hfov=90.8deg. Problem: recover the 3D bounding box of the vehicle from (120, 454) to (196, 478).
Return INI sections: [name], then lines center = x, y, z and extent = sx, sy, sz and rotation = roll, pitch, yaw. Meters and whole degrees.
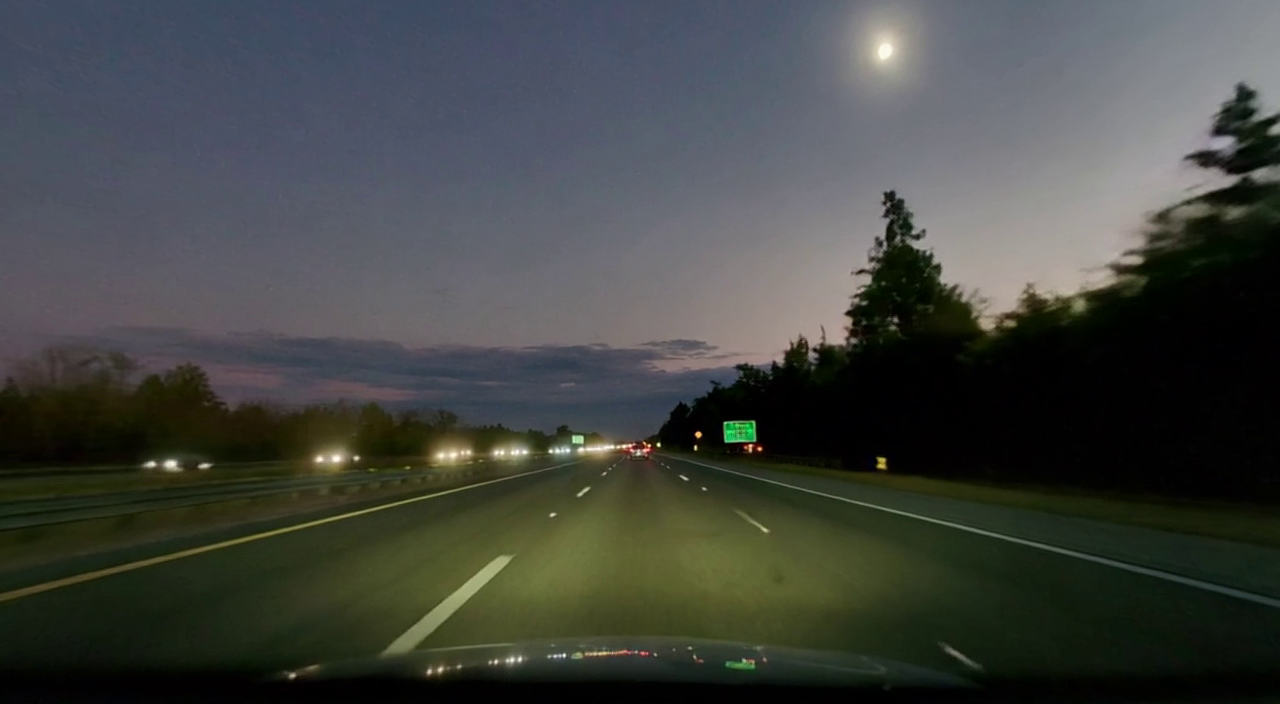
[vehicle]
center = -32.145, 7.576, 42.288
extent = 1.778, 1.470, 4.225
rotation = 0, -9, 0
